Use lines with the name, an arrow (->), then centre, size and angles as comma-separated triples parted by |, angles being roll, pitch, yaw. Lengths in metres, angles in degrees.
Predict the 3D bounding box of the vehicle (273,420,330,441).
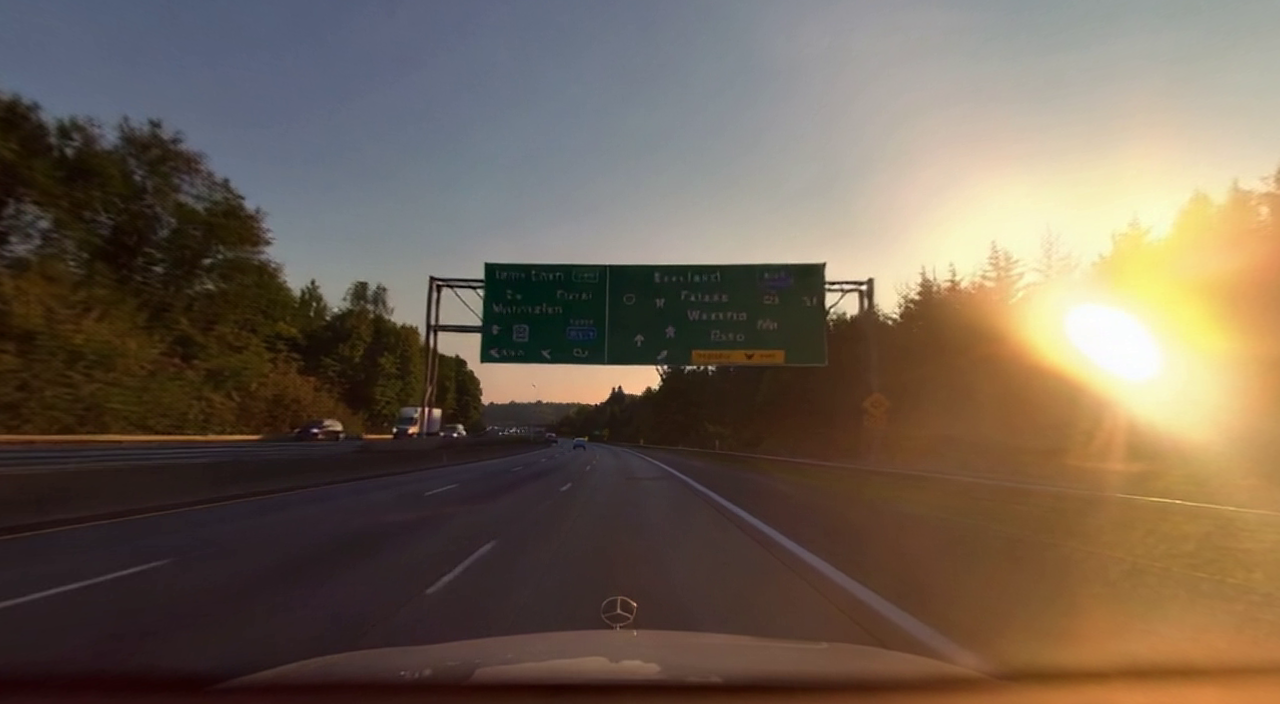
vehicle -> -26.392, 6.158, 49.233 | 1.784, 1.525, 5.025 | 0, -8, -2
